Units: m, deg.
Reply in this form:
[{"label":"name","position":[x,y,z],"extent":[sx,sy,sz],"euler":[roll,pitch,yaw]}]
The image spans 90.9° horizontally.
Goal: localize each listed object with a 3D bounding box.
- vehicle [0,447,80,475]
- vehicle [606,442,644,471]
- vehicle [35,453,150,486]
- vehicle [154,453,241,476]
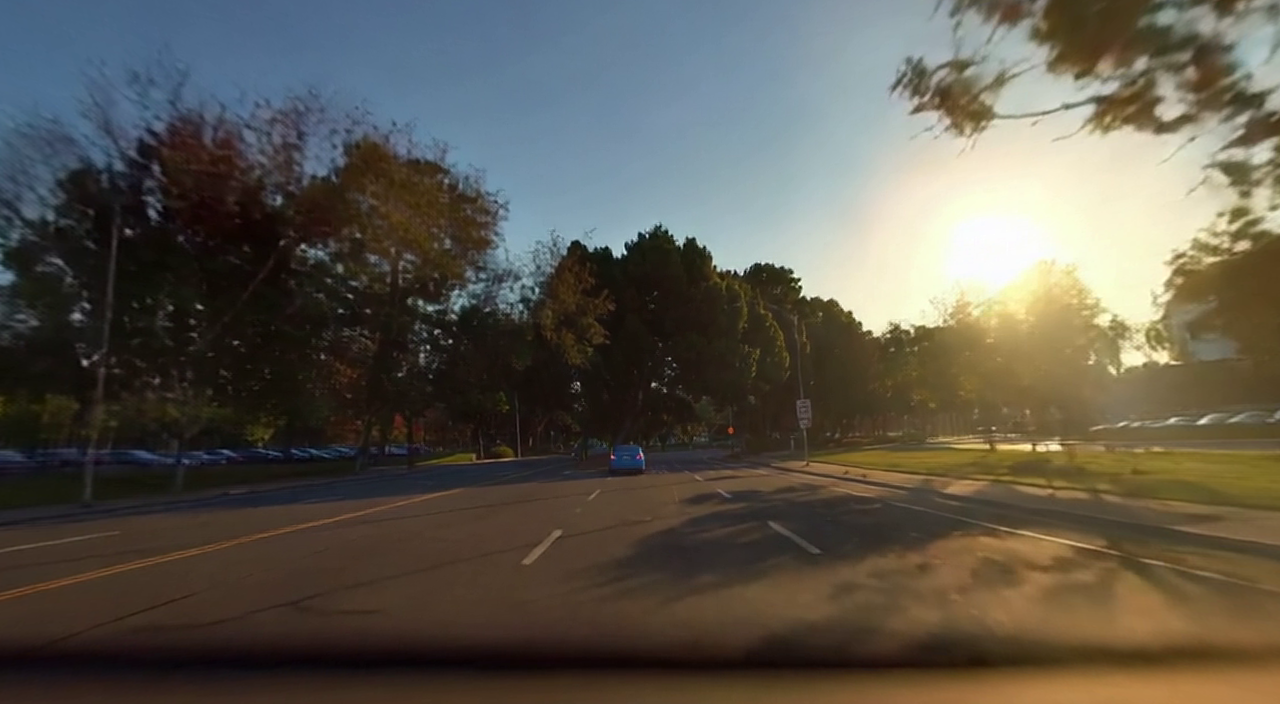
[{"label":"vehicle","position":[-43.591,7.808,45.334],"extent":[4.608,1.889,2.148],"euler":[-1,-8,2]},{"label":"vehicle","position":[-0.805,5.713,34.748],"extent":[1.978,1.499,3.915],"euler":[0,-8,0]},{"label":"vehicle","position":[-30.261,6.493,34.979],"extent":[4.577,1.467,1.955],"euler":[-3,-9,-1]},{"label":"vehicle","position":[-29.930,7.623,42.737],"extent":[4.468,1.471,1.879],"euler":[-1,-8,1]}]
